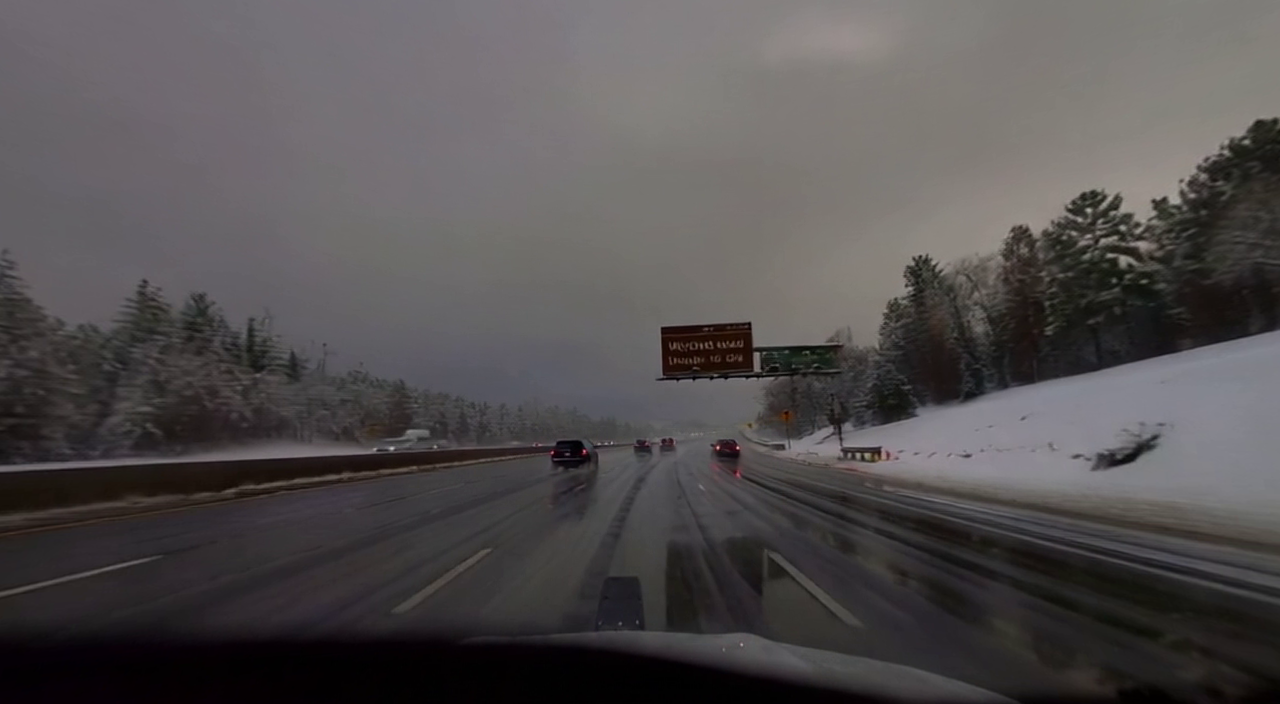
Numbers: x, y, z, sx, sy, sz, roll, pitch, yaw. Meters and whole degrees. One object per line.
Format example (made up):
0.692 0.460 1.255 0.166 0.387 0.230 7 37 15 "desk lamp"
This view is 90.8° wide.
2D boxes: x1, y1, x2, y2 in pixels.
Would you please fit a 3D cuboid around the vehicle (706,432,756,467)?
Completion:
4.980 5.416 35.237 2.164 1.788 4.500 0 -8 1 "vehicle"

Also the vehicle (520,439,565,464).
-6.254 6.398 40.922 1.975 1.520 4.390 -1 -8 3 "vehicle"

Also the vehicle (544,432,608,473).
-2.798 4.550 28.865 2.166 1.700 4.661 -1 -8 4 "vehicle"
